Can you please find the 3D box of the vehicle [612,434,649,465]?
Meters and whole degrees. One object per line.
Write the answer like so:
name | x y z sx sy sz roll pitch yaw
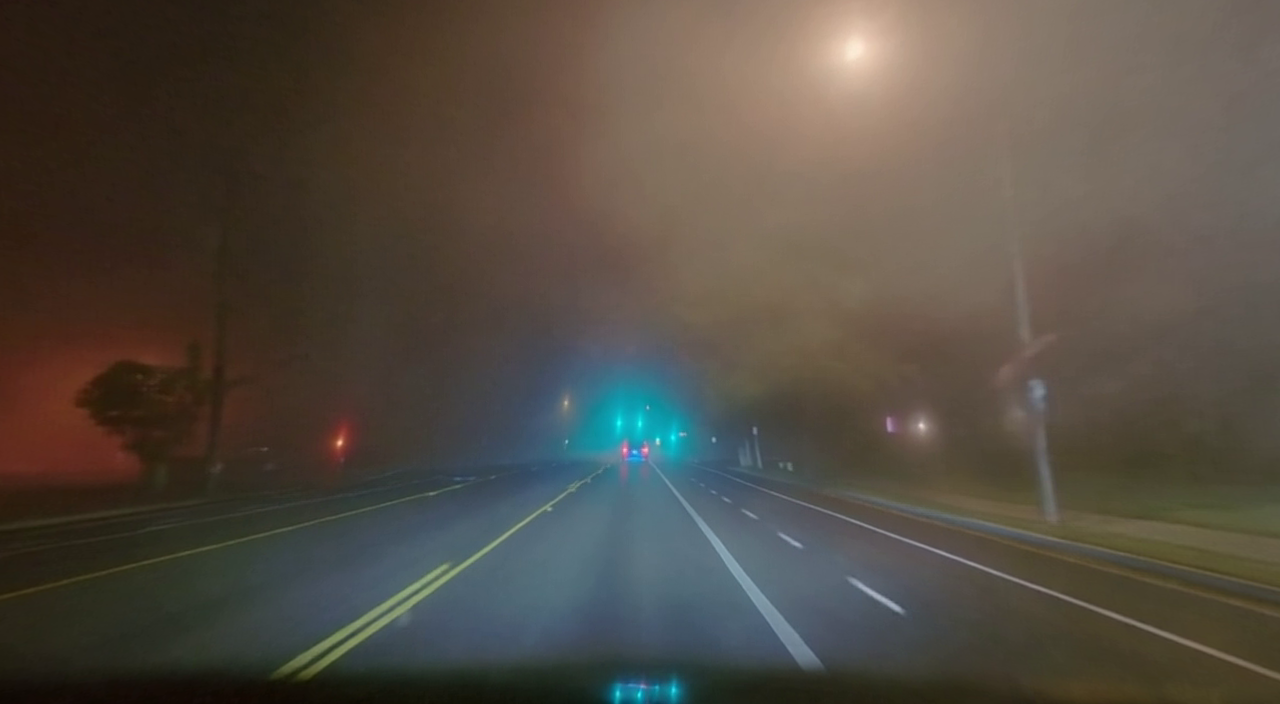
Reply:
vehicle | -0.583 6.183 40.152 2.230 1.827 4.298 0 -8 -1

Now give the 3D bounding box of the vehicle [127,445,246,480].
vehicle | -22.072 5.370 30.883 4.241 1.601 1.970 0 -8 1

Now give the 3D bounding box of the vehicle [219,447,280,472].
vehicle | -24.735 6.815 40.137 1.830 1.467 4.270 2 -9 -11
